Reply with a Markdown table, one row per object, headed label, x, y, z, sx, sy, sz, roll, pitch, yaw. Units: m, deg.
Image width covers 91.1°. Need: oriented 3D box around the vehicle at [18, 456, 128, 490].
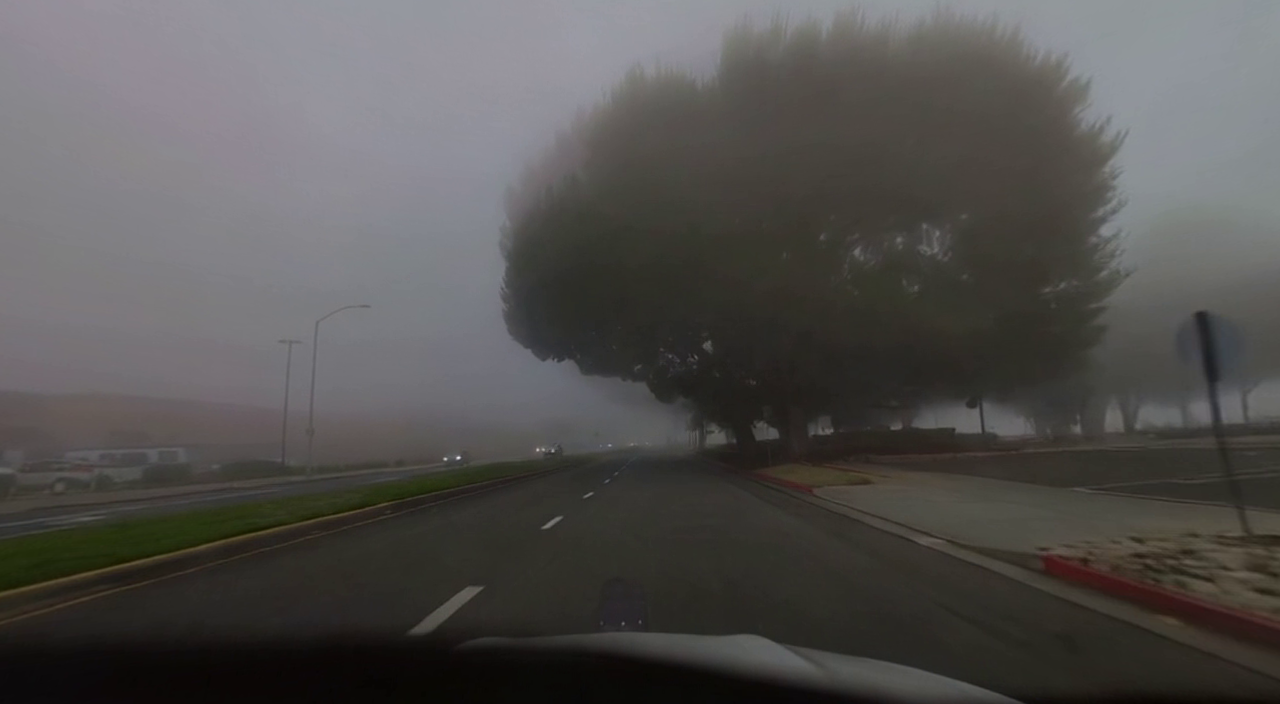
| label | x | y | z | sx | sy | sz | roll | pitch | yaw |
| --- | --- | --- | --- | --- | --- | --- | --- | --- | --- |
| vehicle | -27.236 | 5.809 | 30.239 | 3.592 | 1.501 | 1.697 | 0 | -9 | 1 |
